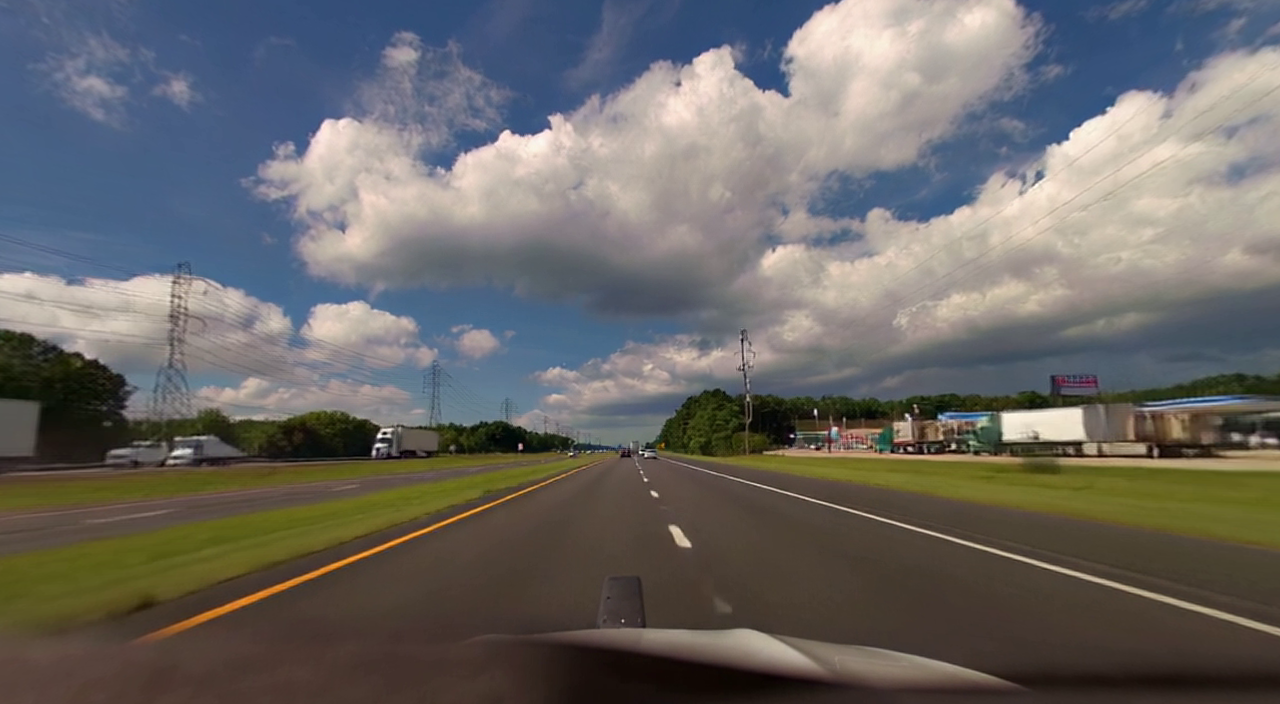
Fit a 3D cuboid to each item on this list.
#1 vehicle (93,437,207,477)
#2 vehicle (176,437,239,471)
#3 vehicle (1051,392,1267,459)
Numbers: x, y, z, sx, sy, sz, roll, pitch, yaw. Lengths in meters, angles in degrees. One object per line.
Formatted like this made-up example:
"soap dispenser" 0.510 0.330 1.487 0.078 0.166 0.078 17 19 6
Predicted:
"vehicle" -27.984 5.997 36.325 2.179 2.021 5.531 -2 -8 0
"vehicle" -28.063 6.611 41.021 1.879 1.985 3.133 -3 -8 -1
"vehicle" 35.189 5.234 43.362 10.852 3.971 2.925 -9 -11 42
